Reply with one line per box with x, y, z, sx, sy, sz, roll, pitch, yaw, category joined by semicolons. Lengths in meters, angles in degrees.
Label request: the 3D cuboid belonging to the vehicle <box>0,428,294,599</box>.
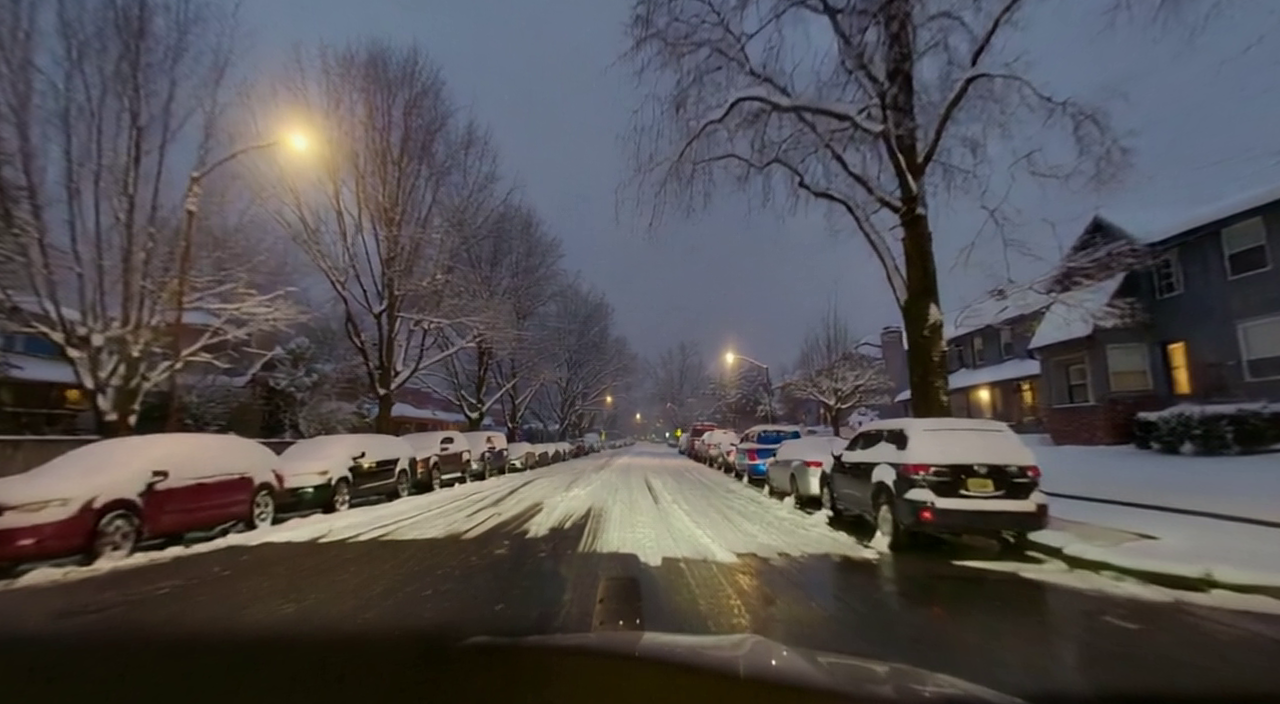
-7.133;1.984;8.863;1.898;1.715;4.537;-3;-7;2;vehicle

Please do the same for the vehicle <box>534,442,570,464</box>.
-6.447;7.431;46.851;1.869;1.467;4.921;-1;-8;1;vehicle

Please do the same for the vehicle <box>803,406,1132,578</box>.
3.983;1.760;8.993;1.903;1.714;5.092;0;-8;-1;vehicle

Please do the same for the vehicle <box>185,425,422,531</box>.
-7.130;2.738;14.476;1.965;1.797;6.086;-3;-9;2;vehicle
